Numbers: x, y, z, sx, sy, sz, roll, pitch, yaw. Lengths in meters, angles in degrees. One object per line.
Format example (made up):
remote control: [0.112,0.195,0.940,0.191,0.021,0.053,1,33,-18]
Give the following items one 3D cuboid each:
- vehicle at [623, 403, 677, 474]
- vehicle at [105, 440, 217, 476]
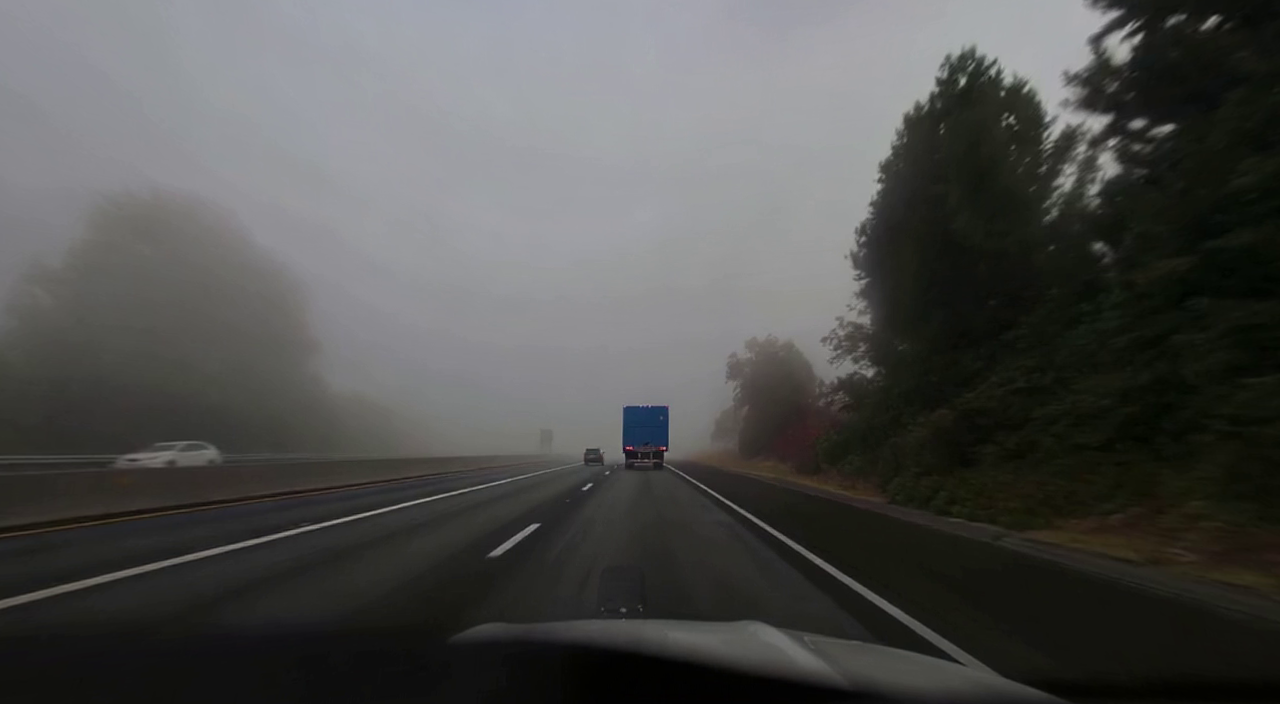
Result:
vehicle: [0.416,5.743,41.255,3.055,4.009,10.972,0,-9,-2]
vehicle: [-22.479,4.992,29.804,1.855,1.527,4.365,0,-9,0]
